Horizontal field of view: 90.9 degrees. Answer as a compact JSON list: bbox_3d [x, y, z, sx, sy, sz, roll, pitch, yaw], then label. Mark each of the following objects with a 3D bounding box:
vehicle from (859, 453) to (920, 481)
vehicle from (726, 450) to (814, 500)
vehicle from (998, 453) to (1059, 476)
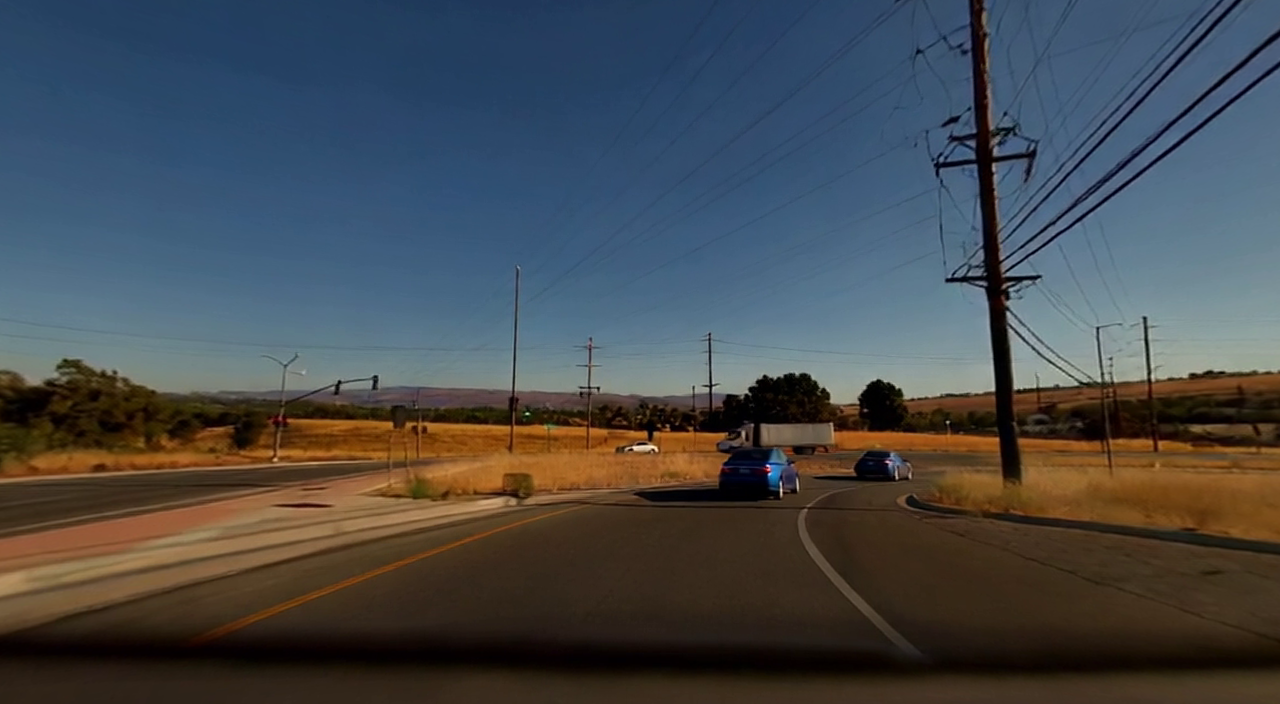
[{"bbox_3d":[14.313,6.520,36.072,1.836,1.465,4.307,-8,-12,41],"label":"vehicle"},{"bbox_3d":[4.342,3.925,20.556,2.026,1.407,4.374,-4,-9,21],"label":"vehicle"},{"bbox_3d":[28.785,8.312,46.683,4.102,1.552,1.931,4,-10,-29],"label":"vehicle"}]
